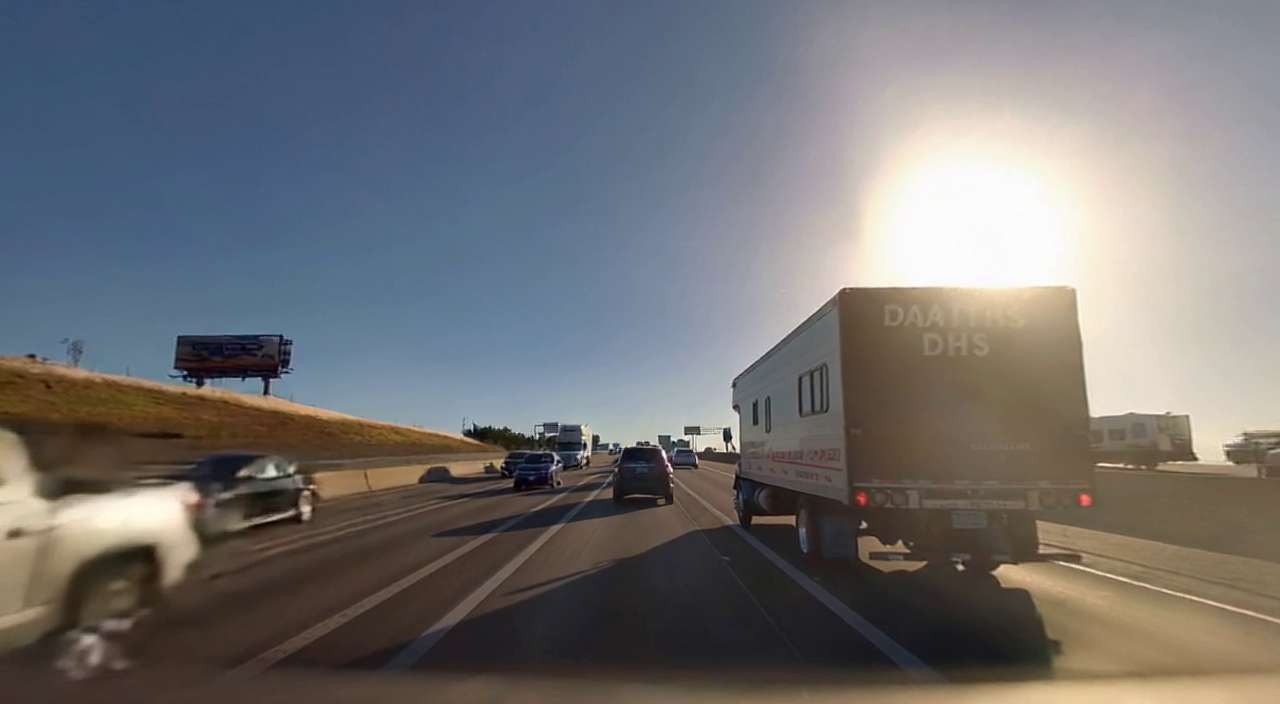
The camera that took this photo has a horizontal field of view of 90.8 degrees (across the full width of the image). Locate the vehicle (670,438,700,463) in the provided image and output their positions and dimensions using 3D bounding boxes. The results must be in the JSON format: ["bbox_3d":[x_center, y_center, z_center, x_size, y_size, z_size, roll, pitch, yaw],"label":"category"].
[{"bbox_3d":[3.511,7.792,49.975,2.020,1.874,4.431,0,-9,0],"label":"vehicle"}]

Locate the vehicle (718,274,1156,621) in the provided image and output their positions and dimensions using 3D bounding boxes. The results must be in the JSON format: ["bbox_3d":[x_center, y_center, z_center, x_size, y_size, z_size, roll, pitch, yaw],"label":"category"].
[{"bbox_3d":[2.933,1.314,9.024,2.533,2.942,7.280,0,-9,-1],"label":"vehicle"}]

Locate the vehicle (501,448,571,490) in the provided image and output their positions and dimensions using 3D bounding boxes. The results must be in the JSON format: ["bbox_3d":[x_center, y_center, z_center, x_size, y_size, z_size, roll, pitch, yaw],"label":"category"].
[{"bbox_3d":[-3.897,4.454,24.279,1.933,1.465,3.898,0,-9,2],"label":"vehicle"}]

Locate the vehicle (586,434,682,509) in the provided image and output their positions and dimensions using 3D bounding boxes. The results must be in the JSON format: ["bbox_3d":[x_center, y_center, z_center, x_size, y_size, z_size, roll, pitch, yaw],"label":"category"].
[{"bbox_3d":[-0.114,3.072,16.632,2.201,1.719,4.058,0,-9,1],"label":"vehicle"}]

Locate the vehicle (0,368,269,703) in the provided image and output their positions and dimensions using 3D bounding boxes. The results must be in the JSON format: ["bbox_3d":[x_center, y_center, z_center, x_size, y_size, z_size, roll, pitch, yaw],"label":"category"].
[{"bbox_3d":[-3.767,0.850,2.283,2.098,1.659,4.432,0,-9,0],"label":"vehicle"}]
